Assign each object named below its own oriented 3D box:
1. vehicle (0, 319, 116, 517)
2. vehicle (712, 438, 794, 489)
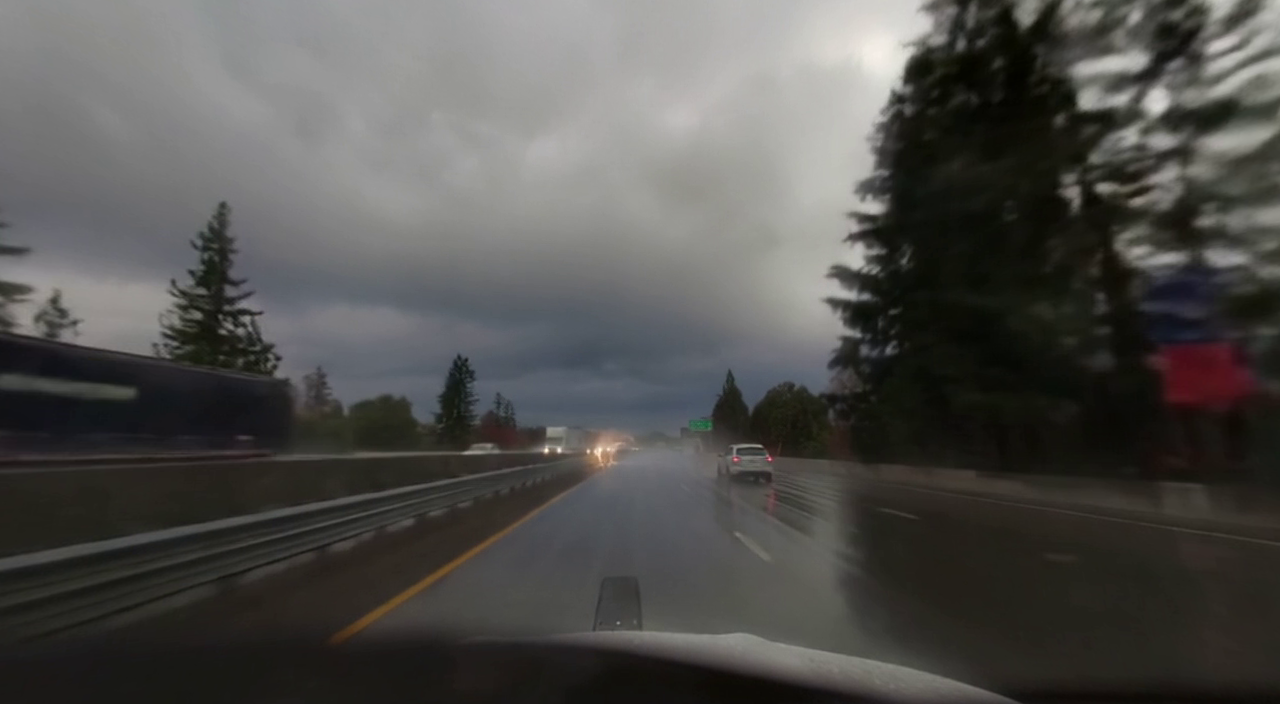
[{"bbox_3d":[-13.421,0.831,9.085,3.064,3.642,9.893,0,-9,0],"label":"vehicle"},{"bbox_3d":[4.002,4.050,23.090,2.089,1.660,4.729,0,-9,-1],"label":"vehicle"}]
